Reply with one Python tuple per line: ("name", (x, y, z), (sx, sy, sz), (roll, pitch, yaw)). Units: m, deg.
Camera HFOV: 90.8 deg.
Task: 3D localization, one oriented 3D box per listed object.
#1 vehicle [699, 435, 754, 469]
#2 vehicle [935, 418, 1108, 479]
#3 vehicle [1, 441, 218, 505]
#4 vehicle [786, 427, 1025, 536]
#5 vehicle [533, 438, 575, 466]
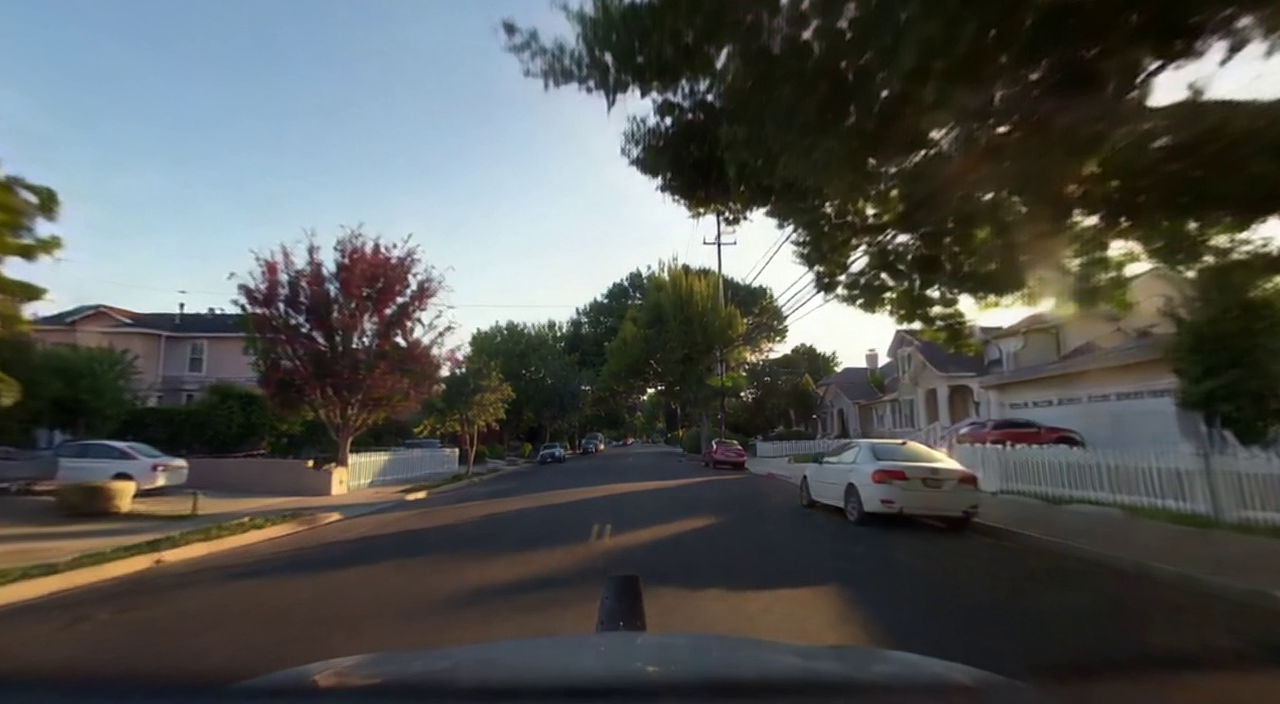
("vehicle", (4.218, 4.946, 31.428), (2.020, 1.558, 3.925), (0, -8, -2))
("vehicle", (12.461, 3.137, 20.894), (4.329, 1.863, 2.059), (-1, -6, 1))
("vehicle", (-14.621, 3.334, 17.632), (4.245, 1.649, 1.935), (0, -9, 0))
("vehicle", (4.209, 2.144, 11.208), (1.936, 1.464, 5.141), (0, -8, -1))
("vehicle", (-5.739, 6.699, 42.659), (1.954, 1.551, 5.128), (-3, -7, 1))
